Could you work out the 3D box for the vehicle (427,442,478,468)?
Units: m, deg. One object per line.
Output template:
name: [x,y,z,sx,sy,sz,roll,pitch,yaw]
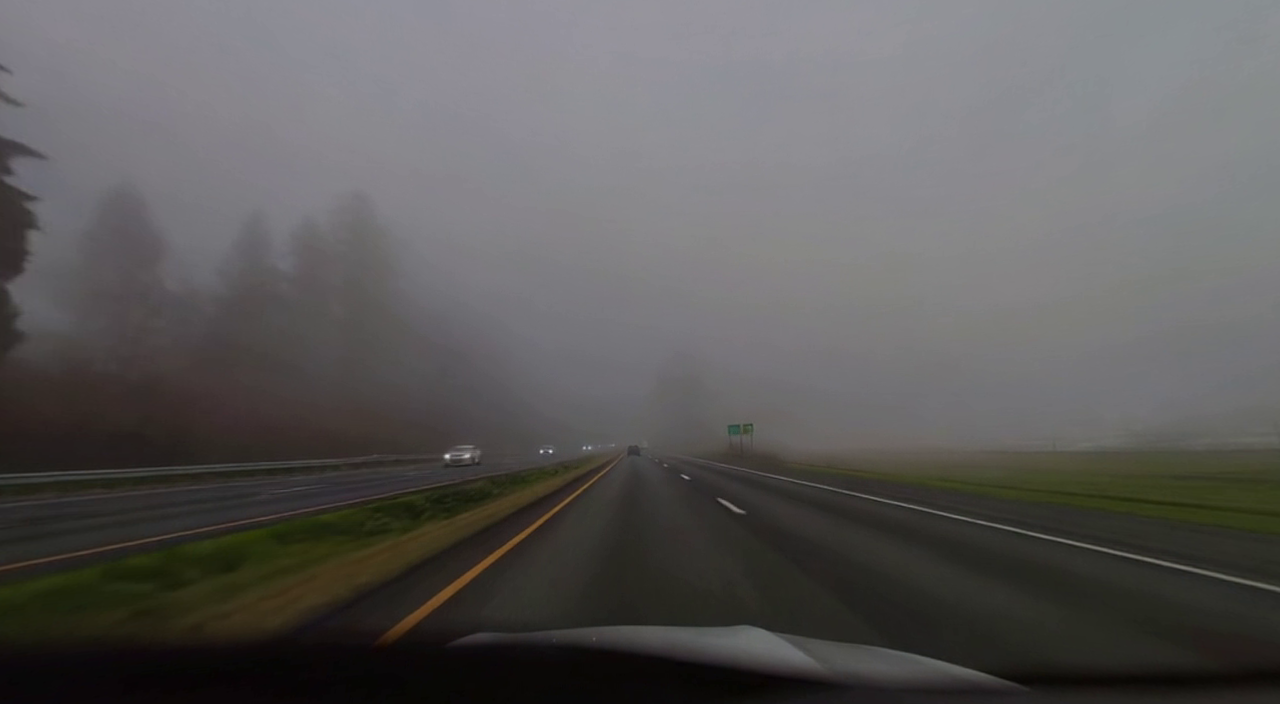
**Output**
vehicle: [-12.581,6.964,42.581,2.025,1.628,4.464,0,-9,0]
